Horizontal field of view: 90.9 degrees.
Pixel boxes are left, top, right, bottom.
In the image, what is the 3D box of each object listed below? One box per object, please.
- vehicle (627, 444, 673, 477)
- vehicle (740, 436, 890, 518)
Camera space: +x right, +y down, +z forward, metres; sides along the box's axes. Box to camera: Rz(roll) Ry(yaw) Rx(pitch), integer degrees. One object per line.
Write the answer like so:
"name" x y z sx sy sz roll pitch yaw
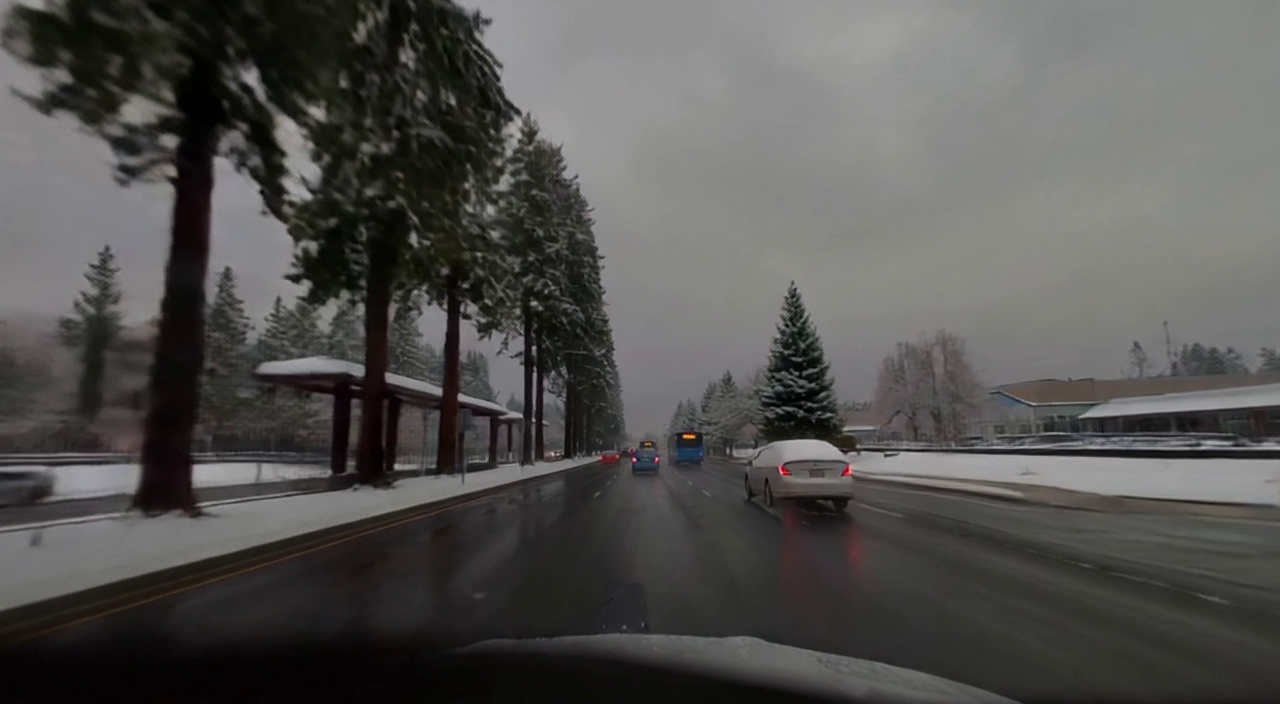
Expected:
"vehicle" 0.474 5.335 31.258 2.144 1.505 4.128 0 -8 0
"vehicle" 3.625 2.662 14.003 2.067 1.497 4.327 0 -8 0
